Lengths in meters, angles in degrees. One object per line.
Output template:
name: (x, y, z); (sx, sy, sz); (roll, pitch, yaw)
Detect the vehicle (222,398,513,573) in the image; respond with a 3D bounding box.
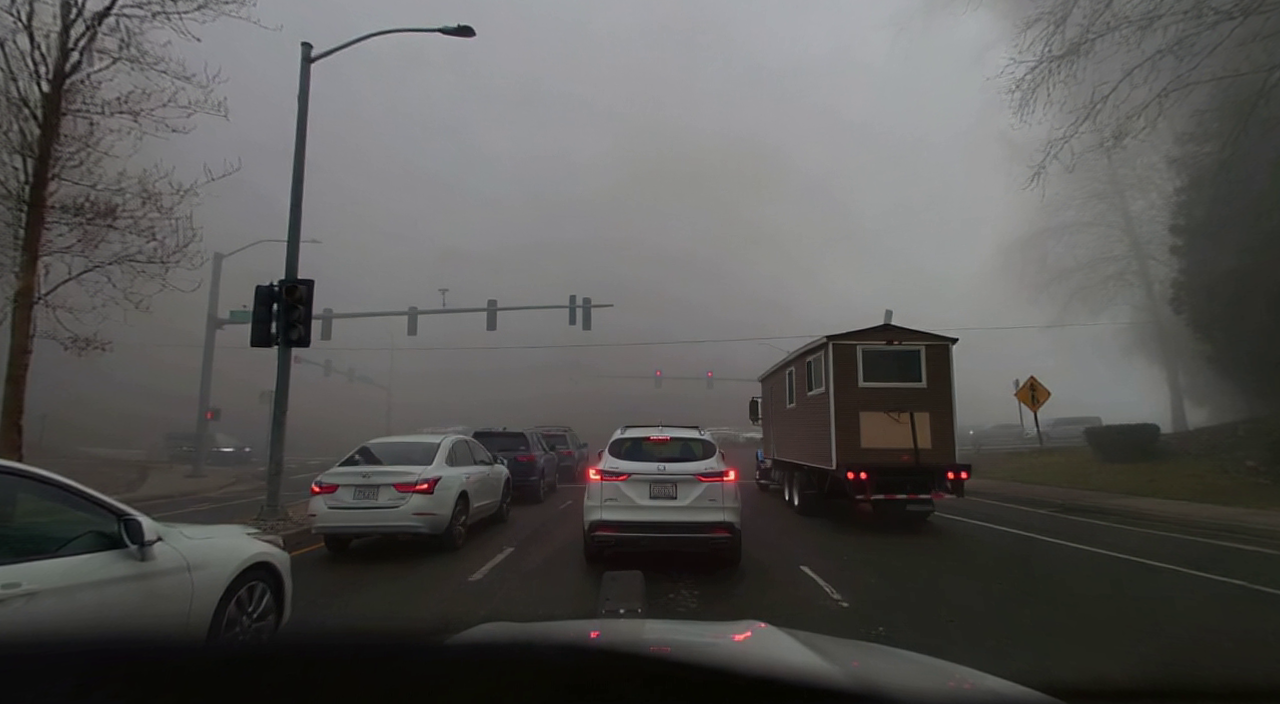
vehicle: (-3.283, 1.718, 8.846); (2.085, 1.812, 4.388); (0, -9, 0)

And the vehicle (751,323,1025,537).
vehicle: (3.675, 1.403, 11.002); (2.531, 2.750, 5.595); (0, -9, 1)

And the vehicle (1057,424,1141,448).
vehicle: (33.183, 6.137, 45.877); (4.671, 1.595, 1.824); (-5, -10, 31)

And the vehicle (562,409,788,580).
vehicle: (0.348, 1.702, 8.313); (2.189, 1.649, 4.171); (0, -9, 0)

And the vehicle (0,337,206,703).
vehicle: (-3.438, 0.674, 1.472); (1.952, 1.730, 4.116); (0, -9, -1)
